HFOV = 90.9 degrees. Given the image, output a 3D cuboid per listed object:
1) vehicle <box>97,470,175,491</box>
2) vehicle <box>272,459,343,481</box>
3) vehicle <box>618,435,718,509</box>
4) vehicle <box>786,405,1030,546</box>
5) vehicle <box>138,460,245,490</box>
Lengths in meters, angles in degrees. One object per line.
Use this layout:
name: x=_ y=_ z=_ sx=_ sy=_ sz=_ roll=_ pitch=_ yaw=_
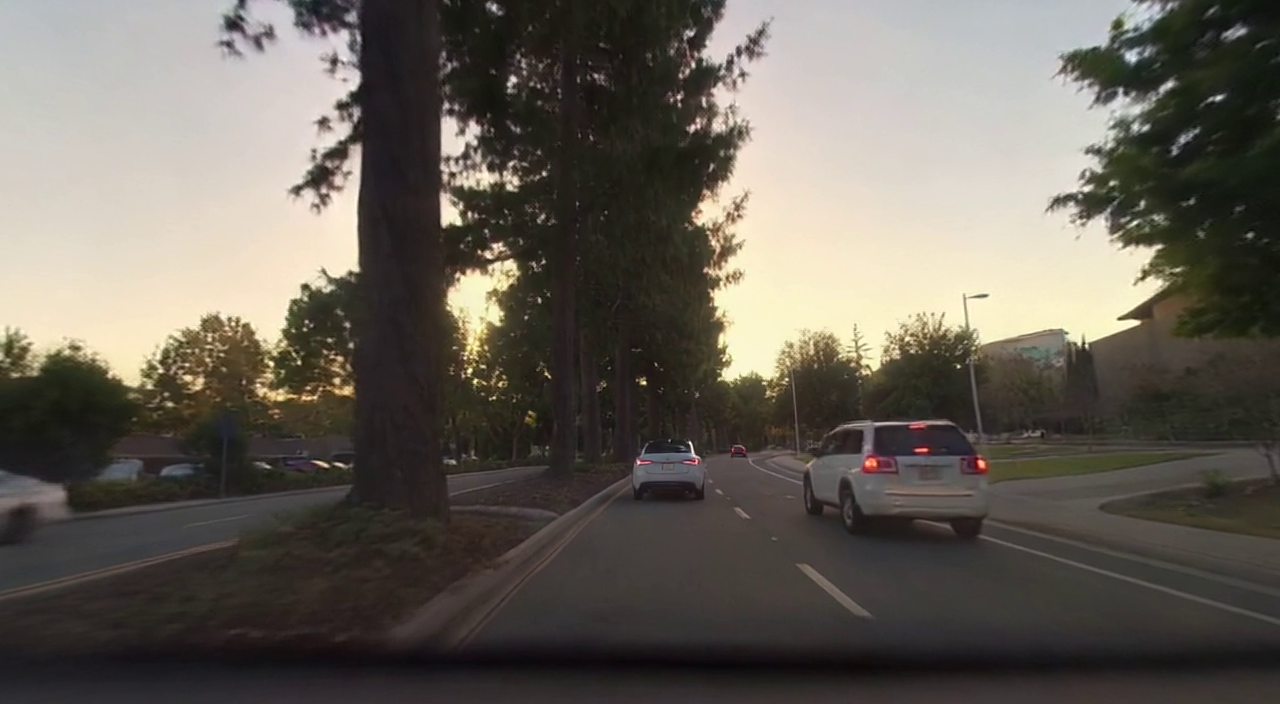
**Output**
vehicle: x=-38.509 y=9.819 z=48.224 sx=4.412 sy=1.435 sz=1.926 roll=-1 pitch=-8 yaw=5
vehicle: x=-25.472 y=9.029 z=48.351 sx=4.434 sy=1.582 sz=1.946 roll=-2 pitch=-8 yaw=11
vehicle: x=0.717 y=2.899 z=15.735 sx=2.154 sy=1.585 sz=3.997 roll=-1 pitch=-8 yaw=3
vehicle: x=4.119 y=1.996 z=10.960 sx=1.953 sy=1.818 sz=5.299 roll=-1 pitch=-8 yaw=1
vehicle: x=-26.747 y=7.330 z=37.695 sx=4.951 sy=1.618 sz=1.952 roll=-1 pitch=-8 yaw=4
